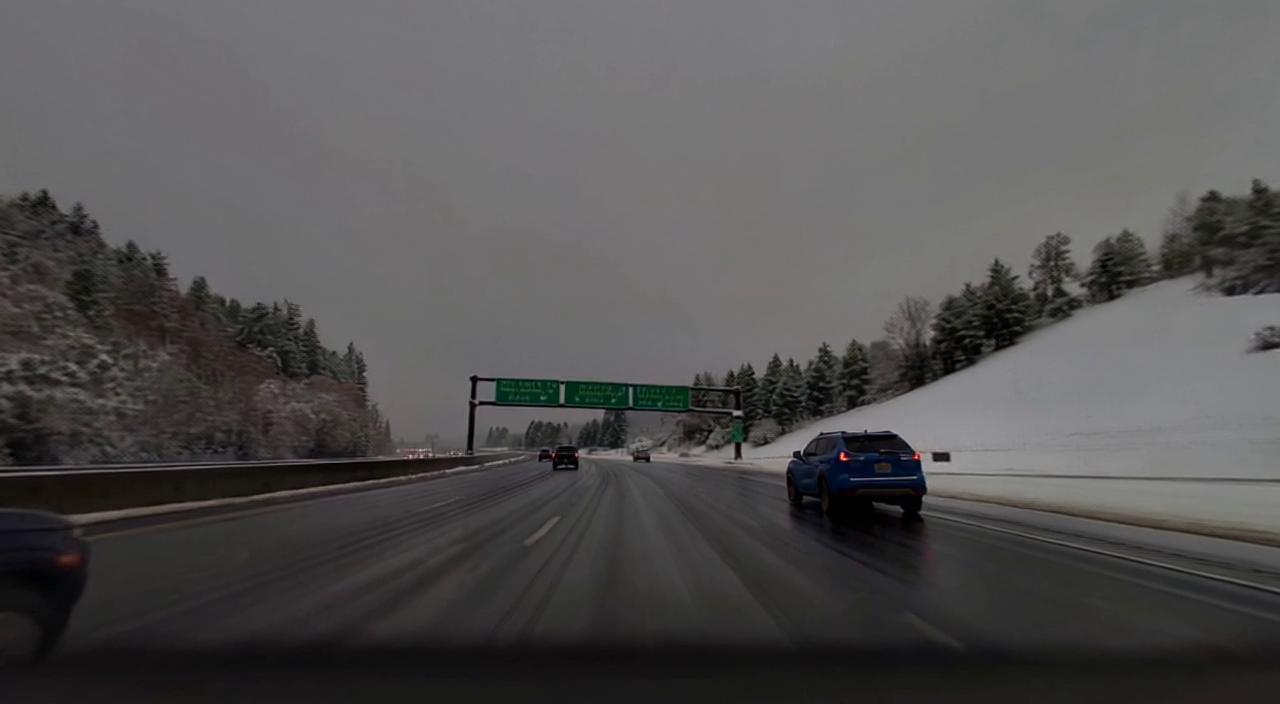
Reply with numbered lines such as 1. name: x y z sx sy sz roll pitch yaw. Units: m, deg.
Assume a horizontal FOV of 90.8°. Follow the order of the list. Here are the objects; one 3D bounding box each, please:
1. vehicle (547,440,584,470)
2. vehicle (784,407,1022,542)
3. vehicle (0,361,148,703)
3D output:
1. vehicle: -5.724 8.001 49.173 2.537 2.121 5.251 0 -9 -4
2. vehicle: 4.318 2.121 11.495 2.103 1.903 4.837 0 -9 -2
3. vehicle: -3.998 0.702 1.310 2.213 1.766 4.598 0 -9 0
